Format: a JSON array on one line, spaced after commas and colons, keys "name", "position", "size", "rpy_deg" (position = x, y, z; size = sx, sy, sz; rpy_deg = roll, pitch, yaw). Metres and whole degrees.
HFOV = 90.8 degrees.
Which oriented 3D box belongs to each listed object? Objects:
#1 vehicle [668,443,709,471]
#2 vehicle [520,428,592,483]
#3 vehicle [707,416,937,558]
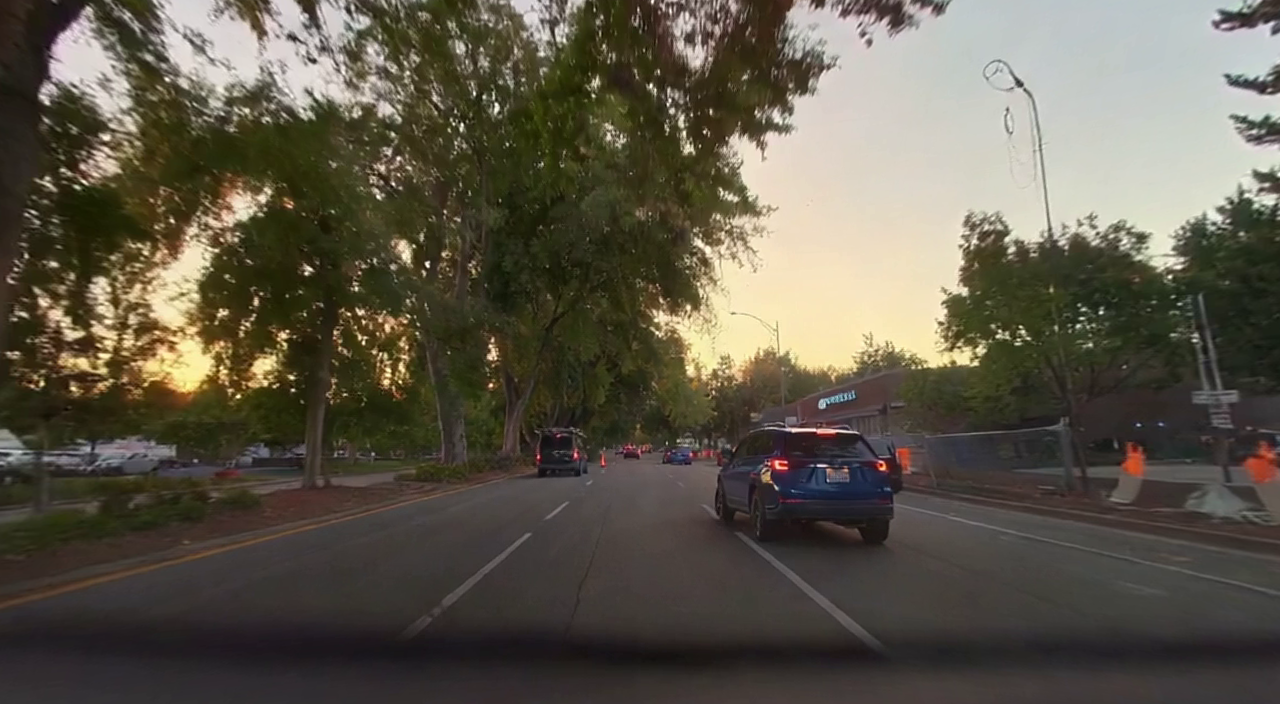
[{"name": "vehicle", "position": [2.799, 6.204, 37.545], "size": [1.953, 1.509, 4.186], "rpy_deg": [0, -9, -2]}, {"name": "vehicle", "position": [-3.373, 4.334, 26.706], "size": [2.357, 2.063, 5.488], "rpy_deg": [0, -9, -1]}, {"name": "vehicle", "position": [2.466, 1.969, 9.915], "size": [2.168, 1.725, 4.192], "rpy_deg": [0, -9, -3]}]
